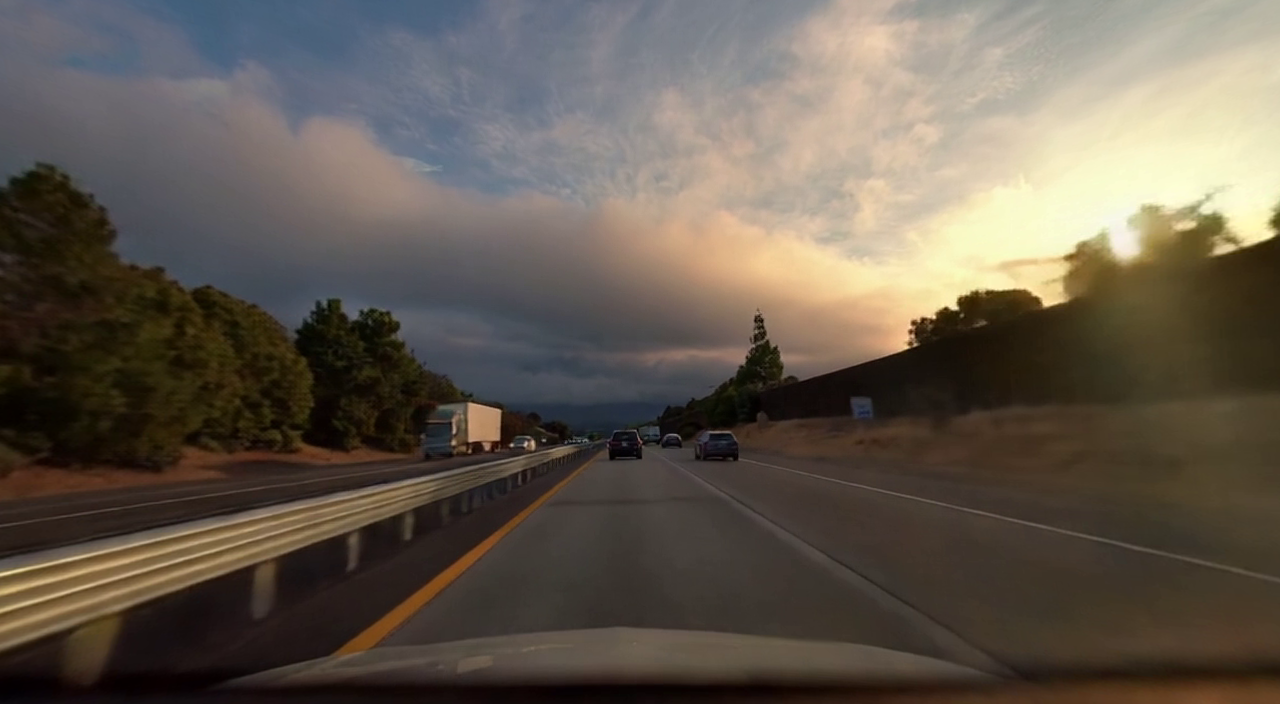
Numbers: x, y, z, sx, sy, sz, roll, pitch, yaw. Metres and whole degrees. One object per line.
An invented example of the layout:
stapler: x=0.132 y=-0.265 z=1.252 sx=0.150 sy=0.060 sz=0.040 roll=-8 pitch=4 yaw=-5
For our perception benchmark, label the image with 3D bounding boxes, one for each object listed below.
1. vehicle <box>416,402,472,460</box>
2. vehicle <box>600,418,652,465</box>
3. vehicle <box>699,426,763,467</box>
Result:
vehicle: x=-14.213 y=5.770 z=45.979 sx=2.990 sy=4.029 sz=3.259 roll=0 pitch=-8 yaw=-2
vehicle: x=-0.692 y=4.259 z=30.027 sx=2.270 sy=2.044 sz=4.633 roll=0 pitch=-8 yaw=-2
vehicle: x=3.754 y=3.967 z=26.620 sx=1.981 sy=1.606 sz=3.956 roll=0 pitch=-8 yaw=-2
